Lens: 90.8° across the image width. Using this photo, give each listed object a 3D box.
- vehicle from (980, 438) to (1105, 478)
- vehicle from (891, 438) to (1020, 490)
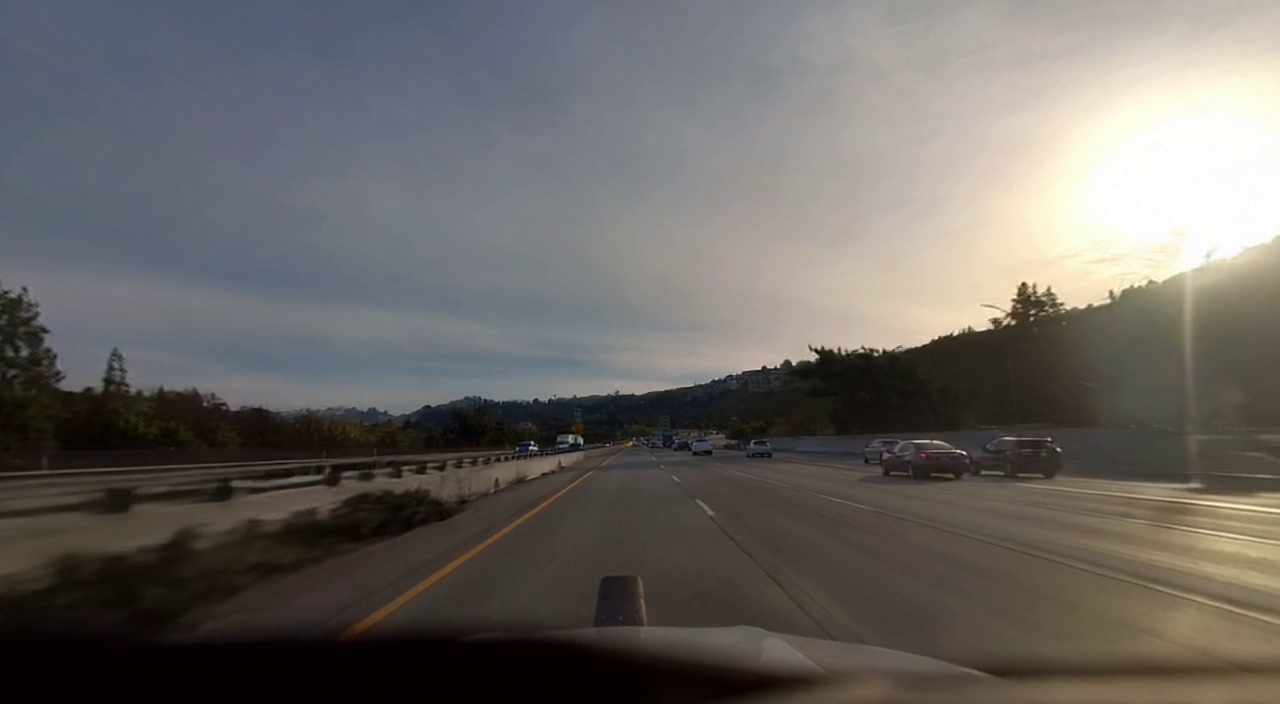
[{"bbox_3d":[16.411,4.337,26.134,1.936,1.498,4.883,0,-9,-1],"label":"vehicle"},{"bbox_3d":[9.551,3.407,19.570,1.836,1.418,4.132,0,-9,0],"label":"vehicle"}]
